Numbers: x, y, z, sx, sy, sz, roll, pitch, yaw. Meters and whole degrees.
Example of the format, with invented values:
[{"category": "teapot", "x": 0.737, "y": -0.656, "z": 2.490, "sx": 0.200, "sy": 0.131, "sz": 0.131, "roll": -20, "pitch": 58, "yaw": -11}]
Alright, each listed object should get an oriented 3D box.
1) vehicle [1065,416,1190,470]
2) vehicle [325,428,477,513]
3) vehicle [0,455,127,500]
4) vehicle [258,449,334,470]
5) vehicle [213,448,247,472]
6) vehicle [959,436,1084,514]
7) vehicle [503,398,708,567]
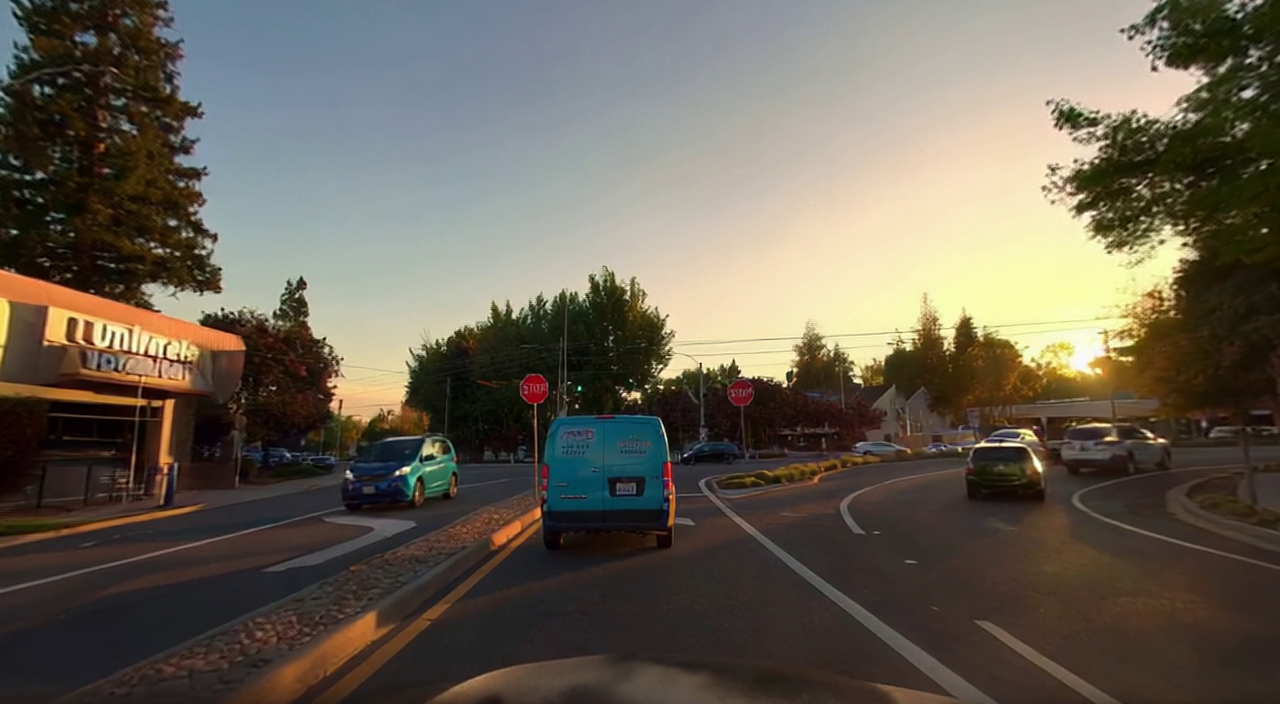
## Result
[{"category": "vehicle", "x": 19.722, "y": 3.699, "z": 25.517, "sx": 4.946, "sy": 1.973, "sz": 2.204, "roll": 5, "pitch": -10, "yaw": -31}, {"category": "vehicle", "x": -5.511, "y": 2.780, "z": 15.323, "sx": 1.985, "sy": 1.710, "sz": 4.651, "roll": 0, "pitch": -9, "yaw": -2}, {"category": "vehicle", "x": -21.417, "y": 4.463, "z": 22.877, "sx": 2.038, "sy": 1.392, "sz": 4.362, "roll": 0, "pitch": -9, "yaw": -1}, {"category": "vehicle", "x": -26.128, "y": 8.164, "z": 48.091, "sx": 4.670, "sy": 1.472, "sz": 1.851, "roll": 1, "pitch": -9, "yaw": -8}, {"category": "vehicle", "x": -29.927, "y": 7.850, "z": 46.200, "sx": 1.913, "sy": 1.682, "sz": 4.120, "roll": 5, "pitch": -10, "yaw": -31}, {"category": "vehicle", "x": 8.817, "y": 2.800, "z": 14.969, "sx": 2.079, "sy": 1.504, "sz": 4.828, "roll": -4, "pitch": -10, "yaw": 27}, {"category": "vehicle", "x": -0.315, "y": 1.769, "z": 9.257, "sx": 2.237, "sy": 1.828, "sz": 4.546, "roll": 0, "pitch": -9, "yaw": 2}]
